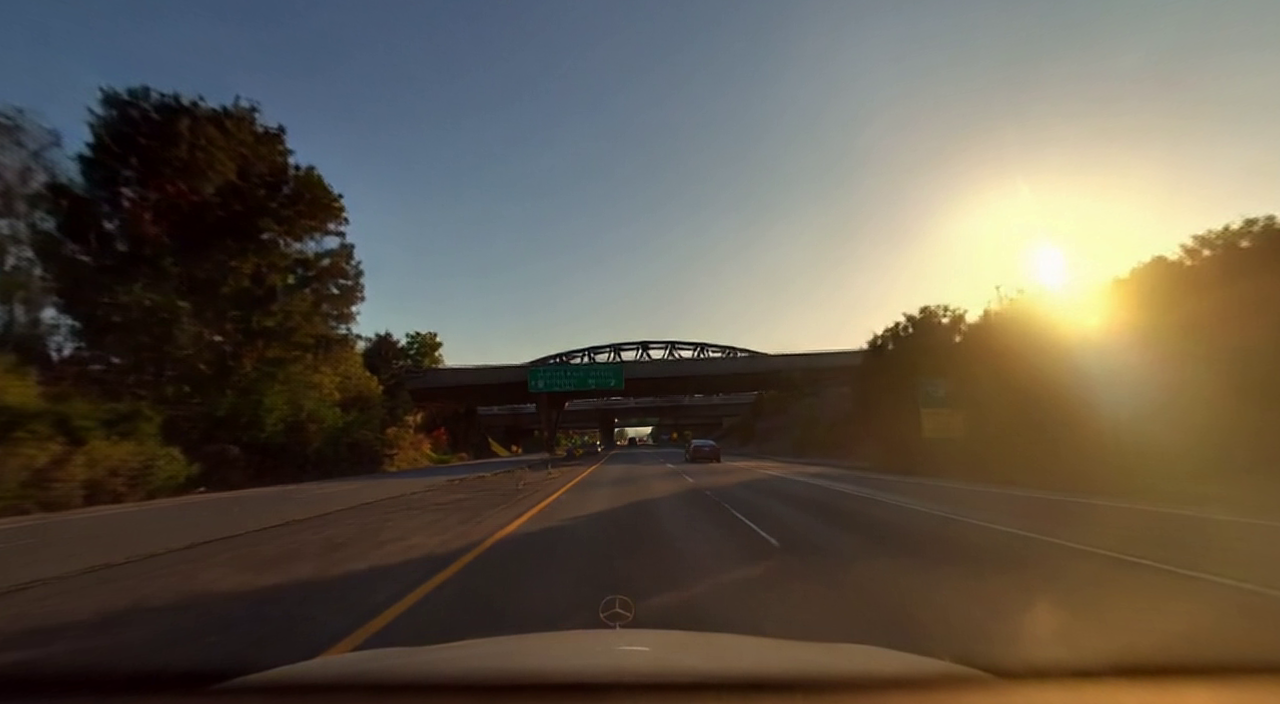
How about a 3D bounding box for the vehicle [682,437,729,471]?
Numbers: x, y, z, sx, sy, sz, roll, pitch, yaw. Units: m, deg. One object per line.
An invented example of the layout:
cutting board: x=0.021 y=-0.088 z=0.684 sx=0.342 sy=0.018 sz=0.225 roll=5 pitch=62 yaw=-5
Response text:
vehicle: x=3.069 y=4.851 z=30.144 sx=1.781 sy=1.470 sz=3.540 roll=0 pitch=-8 yaw=-2
